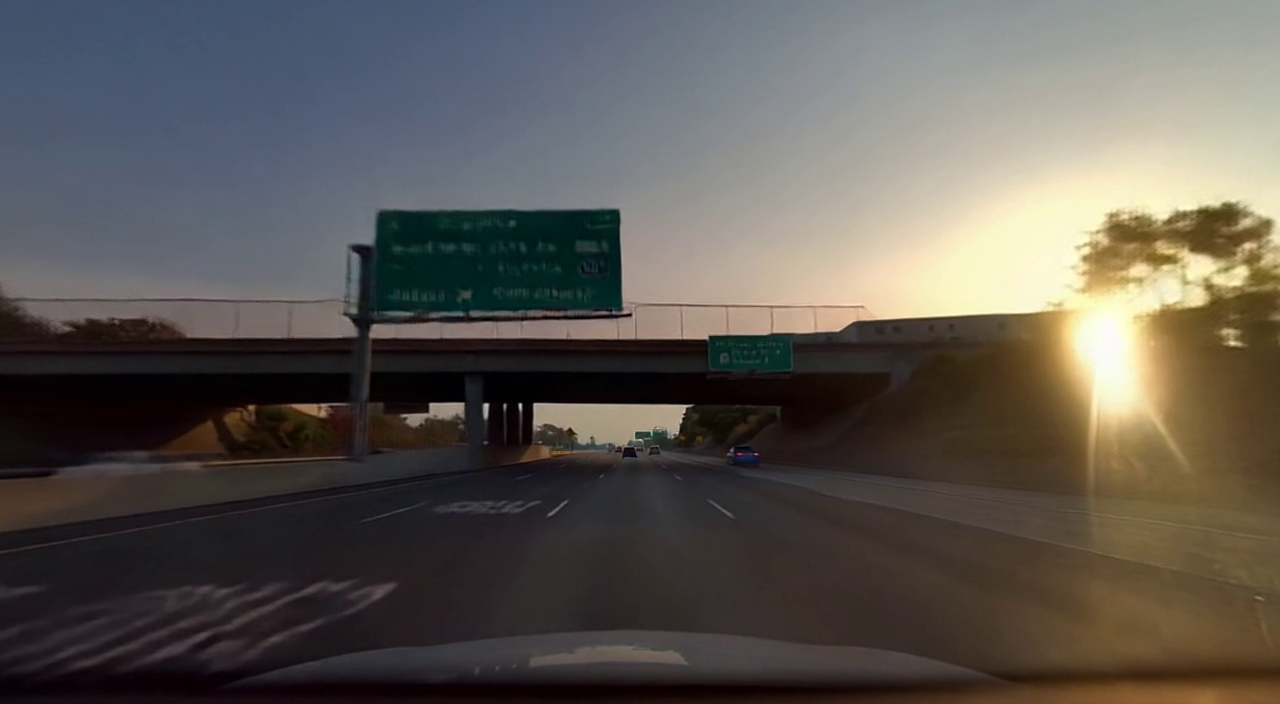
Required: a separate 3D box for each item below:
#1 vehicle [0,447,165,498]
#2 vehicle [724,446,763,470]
[{"bbox_3d":[-18.687,4.003,21.414,1.843,1.462,4.235,0,-8,0],"label":"vehicle"},{"bbox_3d":[7.189,7.395,44.373,1.958,1.498,4.447,0,-7,-1],"label":"vehicle"}]
